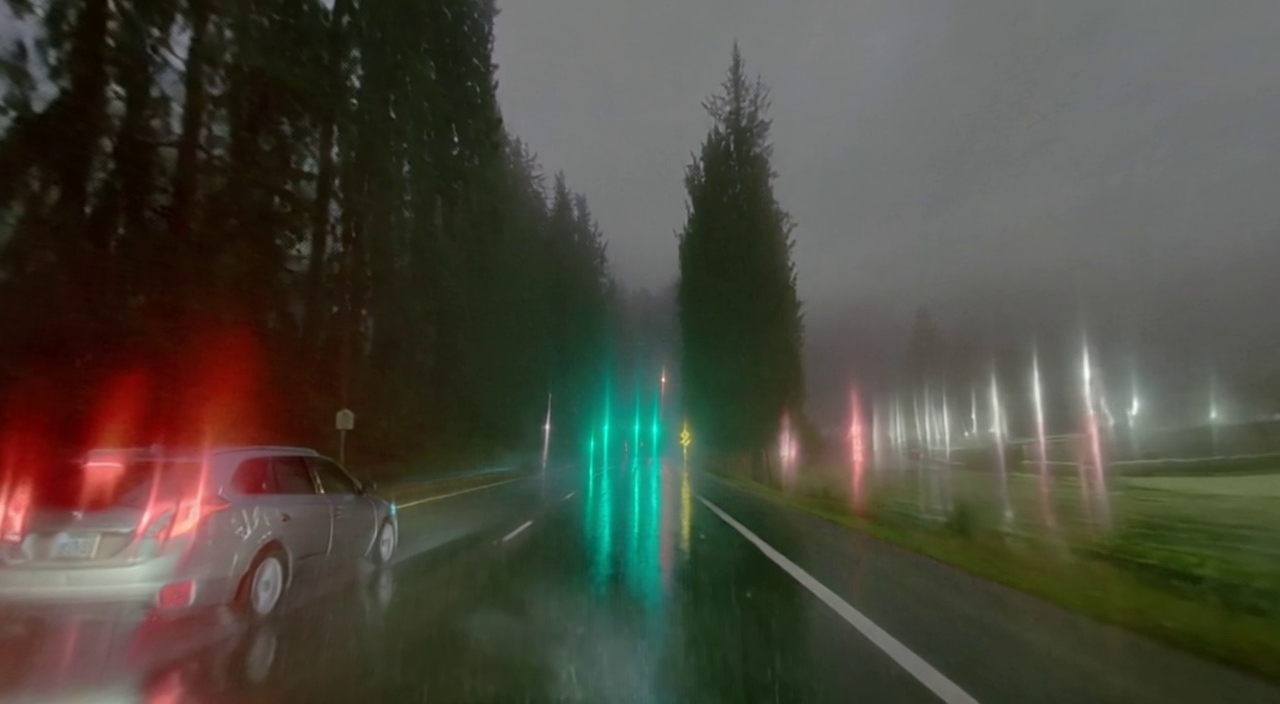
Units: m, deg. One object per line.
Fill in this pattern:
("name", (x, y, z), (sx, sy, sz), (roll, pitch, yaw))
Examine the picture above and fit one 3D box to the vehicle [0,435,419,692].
("vehicle", (-3.747, 1.520, 5.736), (1.946, 1.437, 4.154), (0, -8, 1))
